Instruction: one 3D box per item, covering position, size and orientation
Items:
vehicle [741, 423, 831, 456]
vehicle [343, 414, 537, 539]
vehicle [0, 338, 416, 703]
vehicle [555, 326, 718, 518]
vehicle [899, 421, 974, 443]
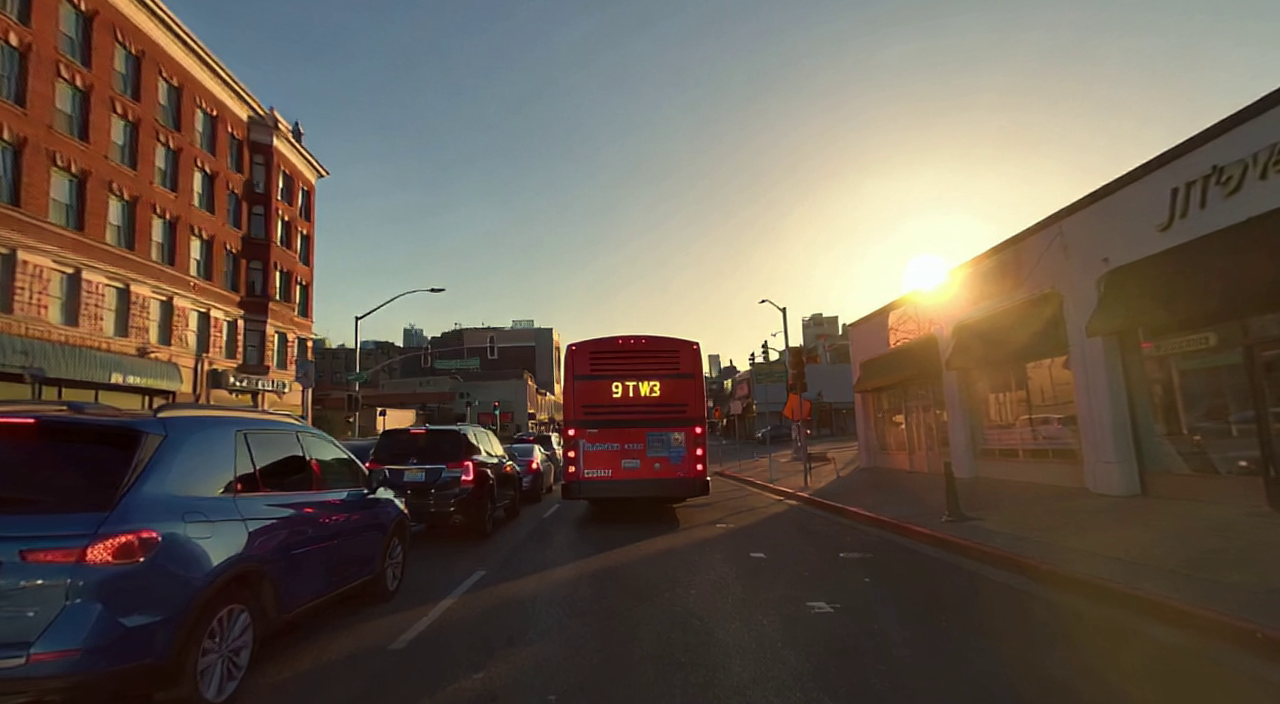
[{"bbox_3d":[9.940,6.043,43.493,5.788,2.165,2.491,-2,-9,10],"label":"vehicle"},{"bbox_3d":[-3.346,2.195,11.771,2.096,1.828,4.669,0,-8,0],"label":"vehicle"},{"bbox_3d":[-3.225,1.089,3.966,2.020,1.725,4.384,0,-8,0],"label":"vehicle"},{"bbox_3d":[-0.317,1.983,16.498,2.938,3.468,9.972,0,-9,-3],"label":"vehicle"},{"bbox_3d":[22.243,6.024,47.471,4.827,1.555,1.863,1,-9,-7],"label":"vehicle"}]
